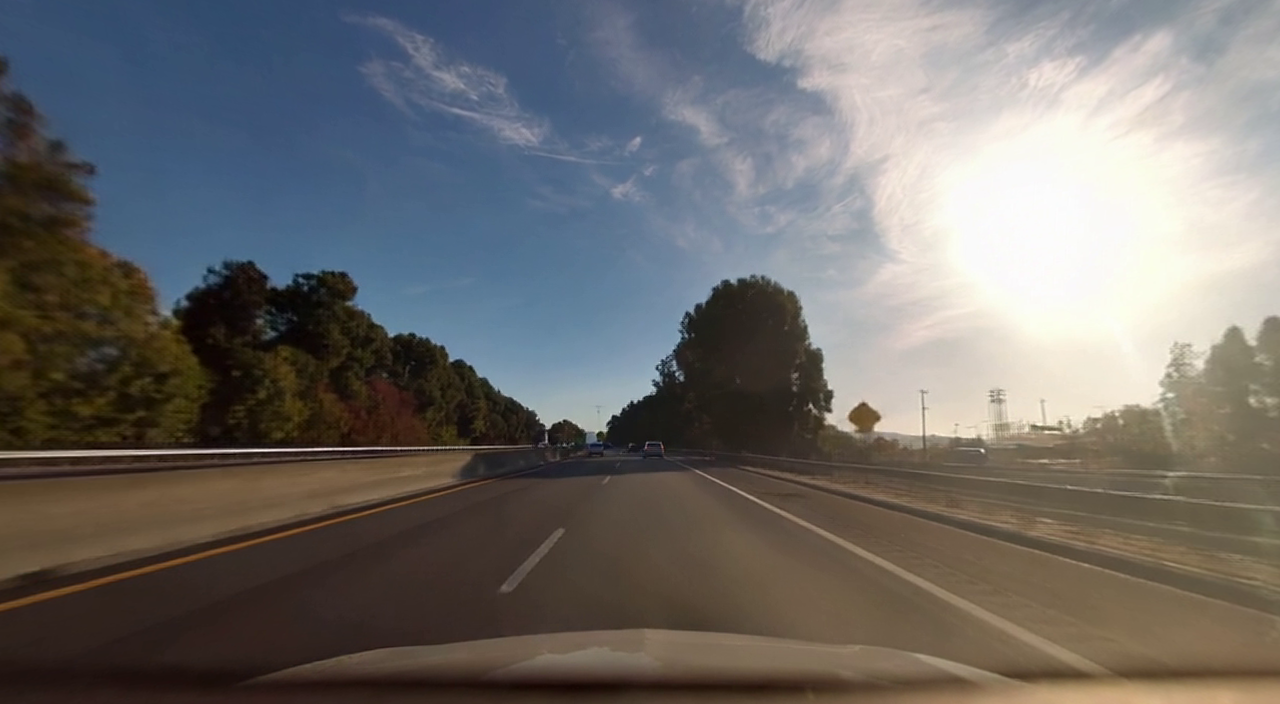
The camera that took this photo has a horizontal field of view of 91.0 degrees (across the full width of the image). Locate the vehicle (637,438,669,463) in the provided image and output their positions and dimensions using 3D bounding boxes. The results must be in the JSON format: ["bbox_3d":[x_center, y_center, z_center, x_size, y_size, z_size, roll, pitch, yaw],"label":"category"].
[{"bbox_3d":[0.828,6.531,41.775,1.966,1.542,3.979,0,-8,-1],"label":"vehicle"}]
